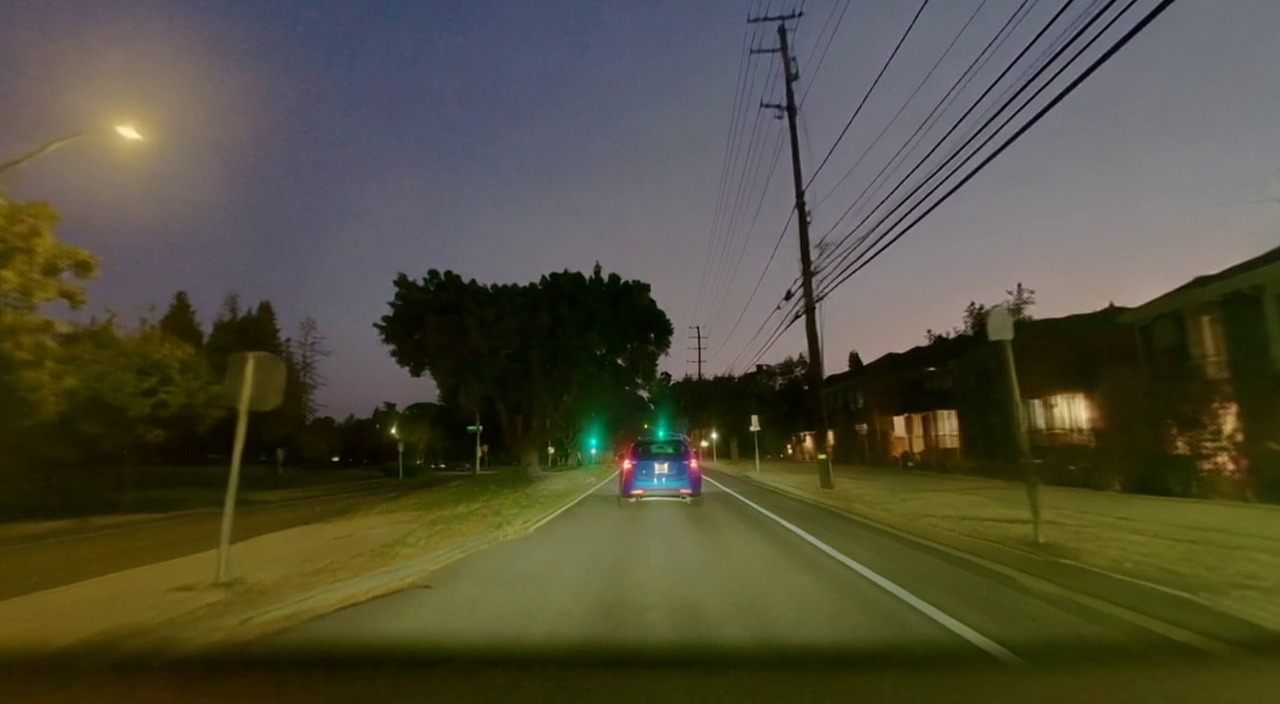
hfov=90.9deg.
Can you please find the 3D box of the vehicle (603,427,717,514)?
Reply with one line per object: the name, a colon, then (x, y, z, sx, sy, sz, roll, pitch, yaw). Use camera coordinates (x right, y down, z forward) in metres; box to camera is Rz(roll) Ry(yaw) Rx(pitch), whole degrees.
vehicle: (0.396, 2.601, 14.283, 2.200, 1.653, 4.127, 0, -8, 0)
